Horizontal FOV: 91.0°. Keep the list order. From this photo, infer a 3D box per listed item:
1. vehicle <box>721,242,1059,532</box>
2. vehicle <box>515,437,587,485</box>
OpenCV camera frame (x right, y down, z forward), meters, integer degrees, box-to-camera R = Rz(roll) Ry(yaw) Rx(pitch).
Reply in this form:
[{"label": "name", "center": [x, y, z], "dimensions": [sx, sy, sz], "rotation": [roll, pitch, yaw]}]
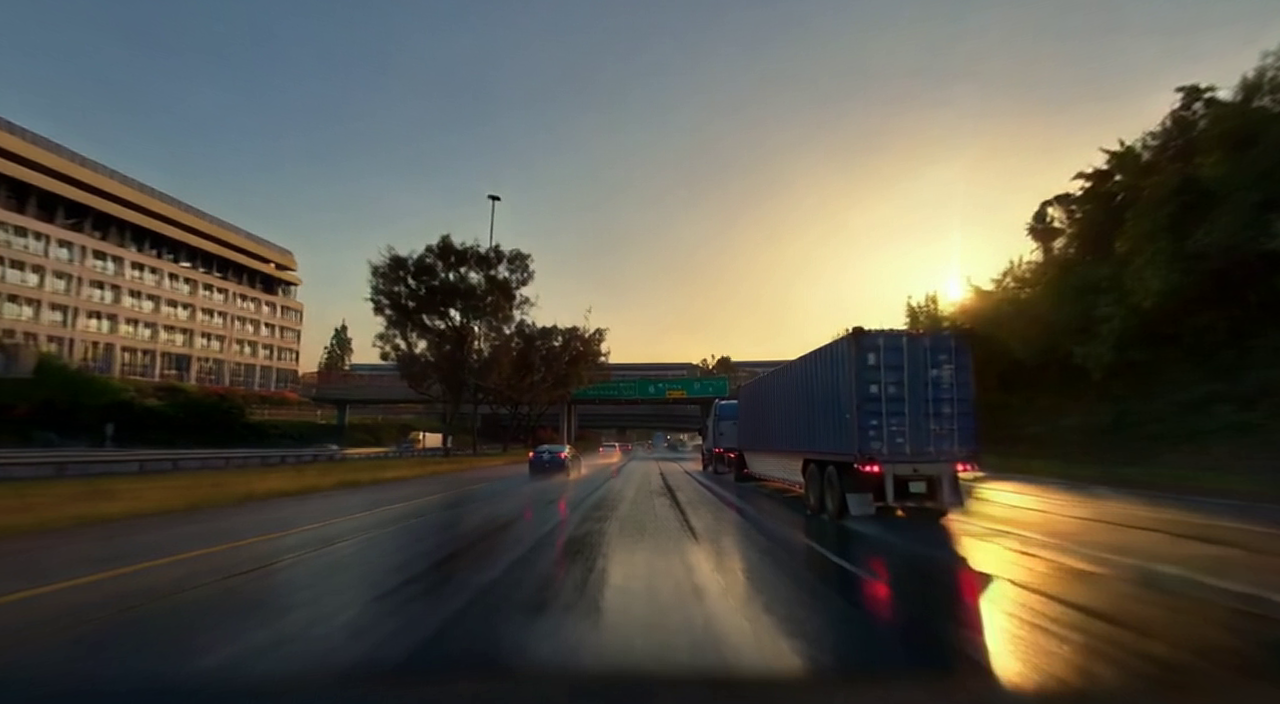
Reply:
[{"label": "vehicle", "center": [4.209, 1.420, 15.371], "dimensions": [2.893, 3.992, 13.605], "rotation": [0, -9, 1]}, {"label": "vehicle", "center": [-3.073, 3.848, 22.467], "dimensions": [1.954, 1.528, 4.010], "rotation": [0, -9, 0]}]
